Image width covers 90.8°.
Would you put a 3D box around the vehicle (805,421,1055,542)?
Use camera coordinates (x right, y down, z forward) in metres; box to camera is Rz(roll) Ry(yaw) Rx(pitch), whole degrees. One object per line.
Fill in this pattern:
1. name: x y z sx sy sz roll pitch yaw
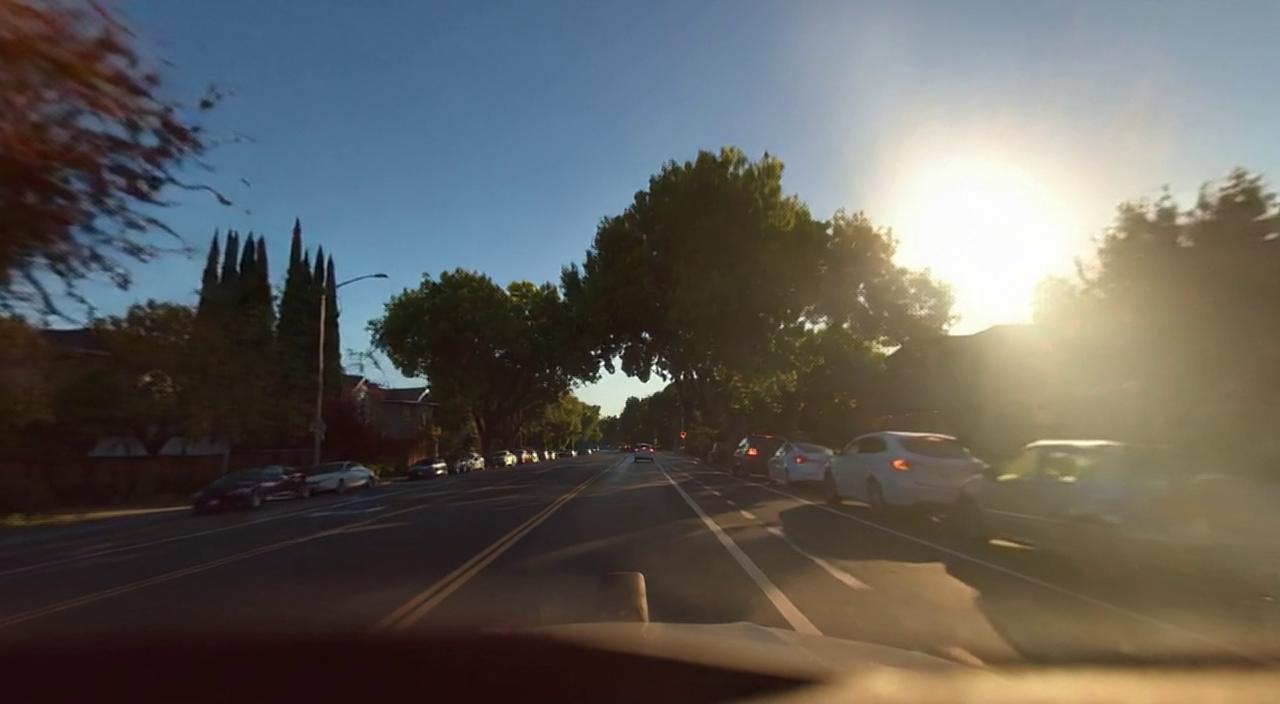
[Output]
1. vehicle: 5.017 2.277 12.011 2.217 1.775 4.960 0 -8 -2

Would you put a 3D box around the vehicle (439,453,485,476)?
1. vehicle: -12.308 7.804 43.939 1.916 1.463 4.564 0 -9 -1

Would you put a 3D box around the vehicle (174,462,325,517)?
1. vehicle: -12.662 4.449 20.942 1.969 1.490 4.675 0 -9 1

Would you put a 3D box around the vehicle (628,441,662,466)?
1. vehicle: 0.286 6.382 39.845 2.022 1.471 3.973 0 -9 -1

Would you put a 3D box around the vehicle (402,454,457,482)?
1. vehicle: -12.555 6.946 37.997 1.877 1.505 4.125 0 -9 0

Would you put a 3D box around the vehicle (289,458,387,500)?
1. vehicle: -12.384 5.199 26.287 1.853 1.497 4.527 0 -9 0

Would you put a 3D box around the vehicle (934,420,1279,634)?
1. vehicle: 5.080 1.543 6.615 1.875 1.467 4.332 0 -9 -1
